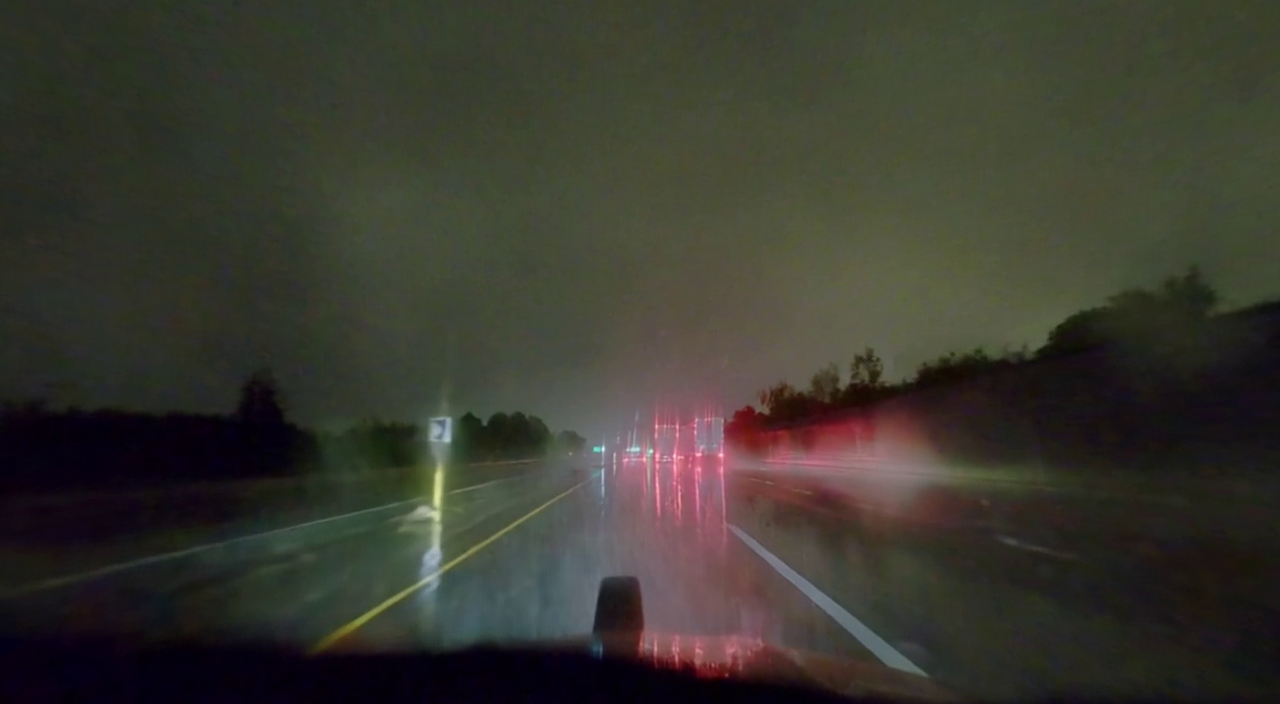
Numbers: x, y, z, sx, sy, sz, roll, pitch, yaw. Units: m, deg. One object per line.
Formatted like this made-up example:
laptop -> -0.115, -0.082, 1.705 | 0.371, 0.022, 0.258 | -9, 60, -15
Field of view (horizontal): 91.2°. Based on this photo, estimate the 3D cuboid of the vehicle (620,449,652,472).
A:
vehicle -> -0.310, 7.327, 42.503 | 2.083, 1.473, 3.923 | 0, -9, -1
